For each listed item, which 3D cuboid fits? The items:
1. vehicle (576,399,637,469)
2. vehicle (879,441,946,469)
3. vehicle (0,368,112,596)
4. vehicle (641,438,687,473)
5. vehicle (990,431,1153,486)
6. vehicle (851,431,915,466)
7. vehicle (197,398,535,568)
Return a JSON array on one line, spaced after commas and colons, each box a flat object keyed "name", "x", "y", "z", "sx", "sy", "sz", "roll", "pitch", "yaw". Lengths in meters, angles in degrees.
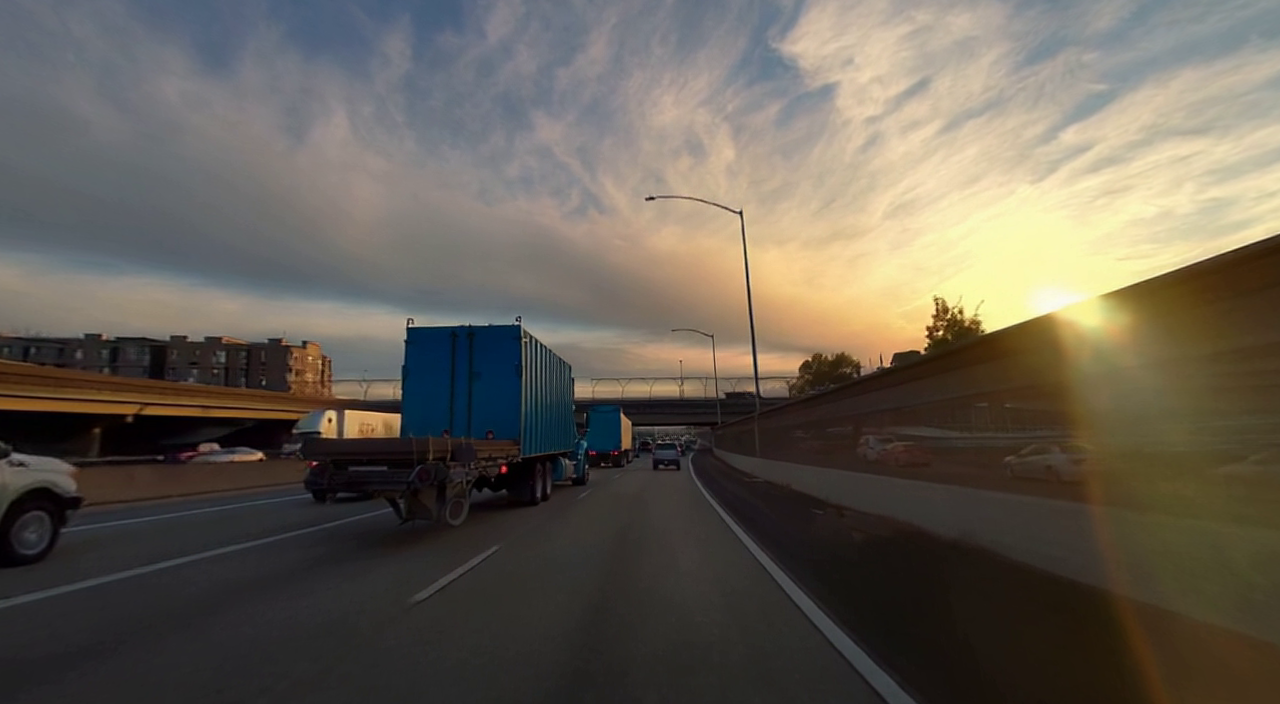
[{"name": "vehicle", "x": -1.923, "y": 5.366, "z": 40.514, "sx": 3.073, "sy": 3.894, "sz": 9.782, "roll": -1, "pitch": -9, "yaw": 2}, {"name": "vehicle", "x": 15.187, "y": 5.757, "z": 35.389, "sx": 1.859, "sy": 1.452, "sz": 4.749, "roll": -1, "pitch": -9, "yaw": 4}, {"name": "vehicle", "x": -6.736, "y": 0.913, "z": 4.005, "sx": 2.323, "sy": 1.959, "sz": 5.038, "roll": 0, "pitch": -9, "yaw": 0}, {"name": "vehicle", "x": 1.230, "y": 5.208, "z": 31.958, "sx": 2.178, "sy": 1.640, "sz": 4.071, "roll": -1, "pitch": -9, "yaw": 3}, {"name": "vehicle", "x": 14.286, "y": 3.559, "z": 21.307, "sx": 2.237, "sy": 1.656, "sz": 4.676, "roll": 0, "pitch": -9, "yaw": 1}, {"name": "vehicle", "x": 15.684, "y": 6.289, "z": 41.095, "sx": 2.241, "sy": 2.052, "sz": 5.864, "roll": -1, "pitch": -9, "yaw": 5}, {"name": "vehicle", "x": -3.271, "y": 1.664, "z": 8.588, "sx": 2.896, "sy": 1.779, "sz": 3.441, "roll": 0, "pitch": -9, "yaw": 3}]
